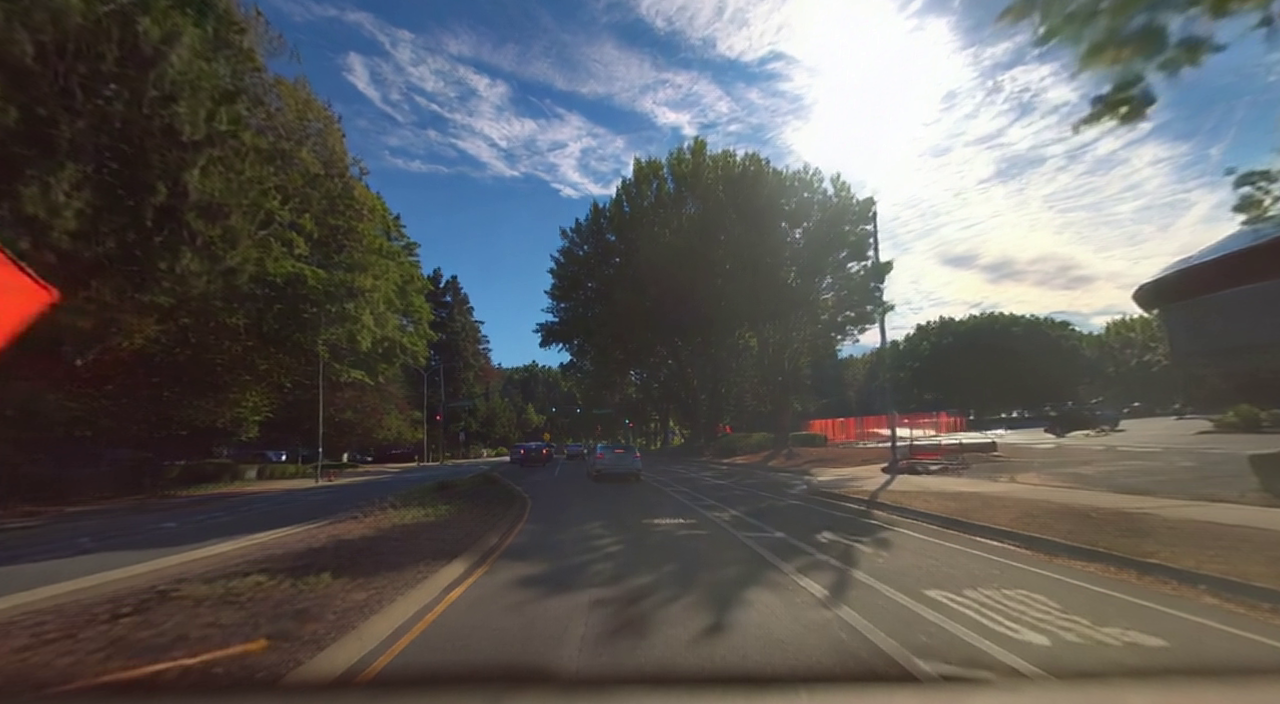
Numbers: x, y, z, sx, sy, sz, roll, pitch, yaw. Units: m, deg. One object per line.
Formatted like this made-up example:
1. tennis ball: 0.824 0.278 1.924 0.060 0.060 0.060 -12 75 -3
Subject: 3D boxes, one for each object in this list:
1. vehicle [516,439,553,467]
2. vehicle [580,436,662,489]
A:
1. vehicle: -6.689 6.442 40.359 2.077 1.665 4.206 1 -8 -6
2. vehicle: -0.759 3.572 20.805 2.266 1.508 4.430 1 -8 -7
